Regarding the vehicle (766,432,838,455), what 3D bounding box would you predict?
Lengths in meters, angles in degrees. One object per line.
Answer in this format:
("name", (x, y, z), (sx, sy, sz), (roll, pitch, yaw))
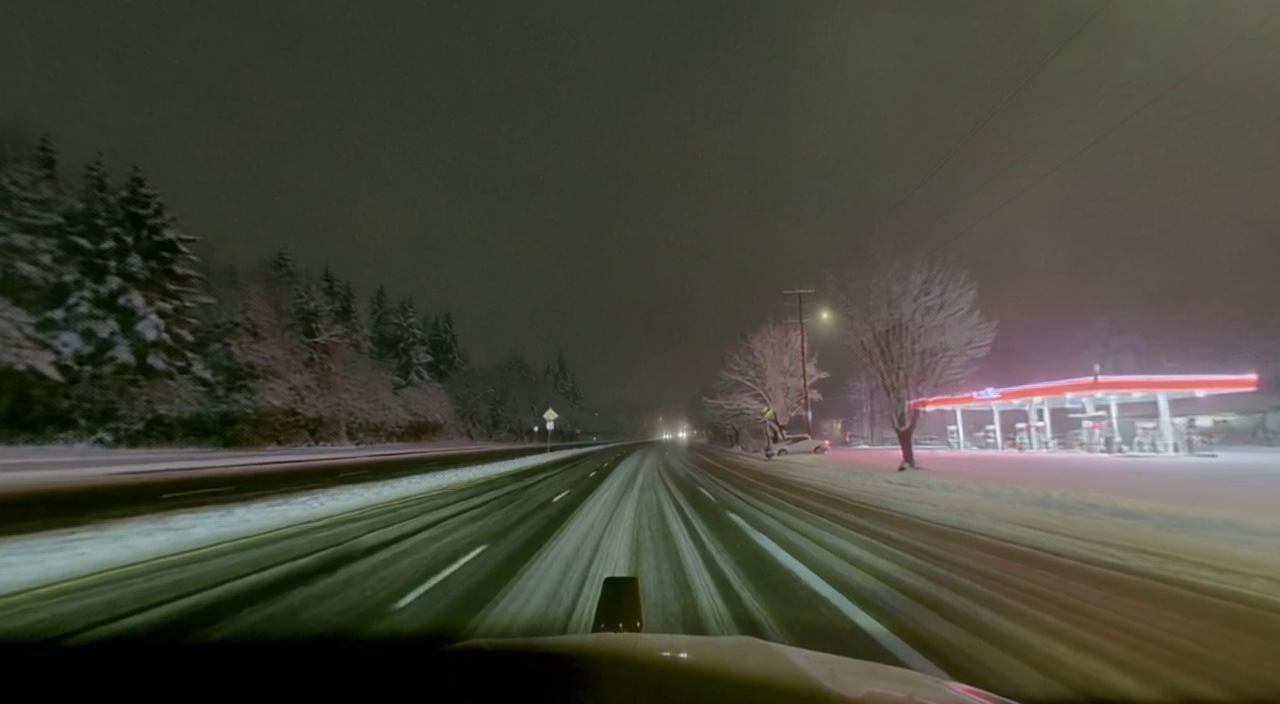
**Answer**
("vehicle", (11.376, 6.457, 44.556), (4.476, 1.629, 1.953), (0, -8, -2))
